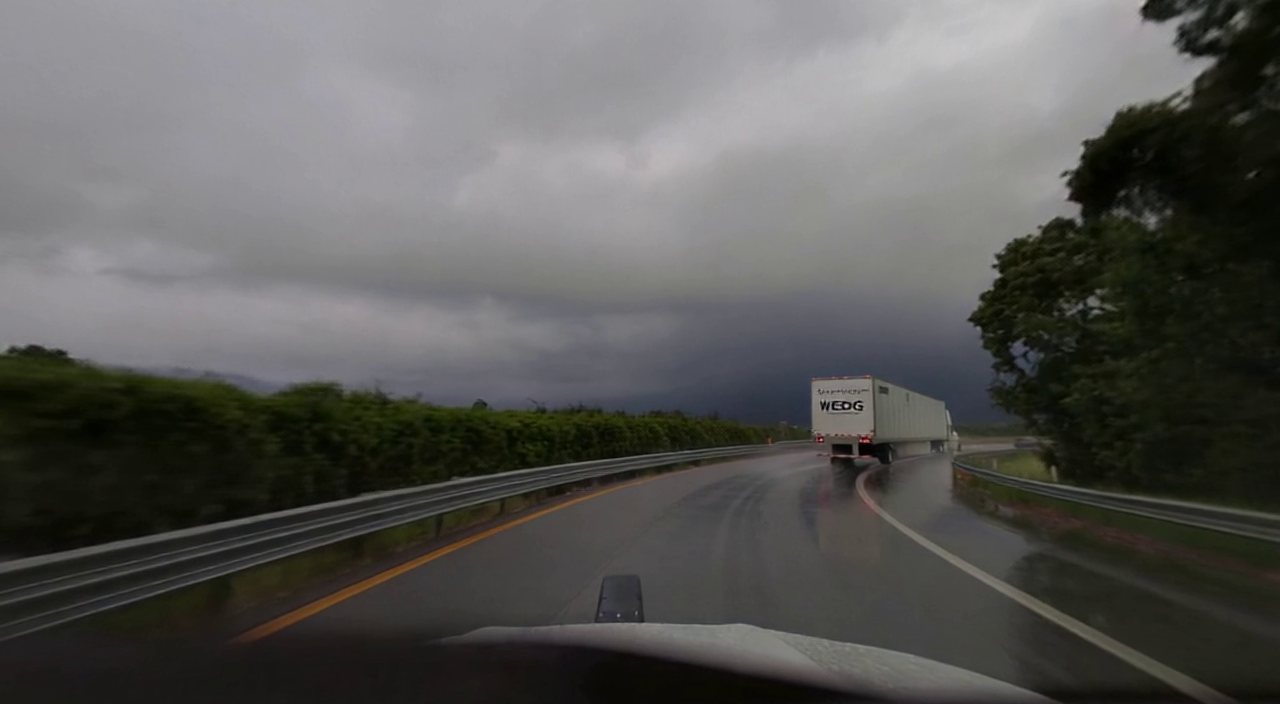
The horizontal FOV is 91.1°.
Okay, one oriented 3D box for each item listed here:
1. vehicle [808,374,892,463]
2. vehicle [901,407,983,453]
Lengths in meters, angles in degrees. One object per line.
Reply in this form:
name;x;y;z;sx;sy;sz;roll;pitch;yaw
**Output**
vehicle;9.620;3.071;28.743;2.963;3.771;3.137;-4;-9;29
vehicle;18.457;4.783;38.180;6.650;2.524;2.120;8;-11;-43
